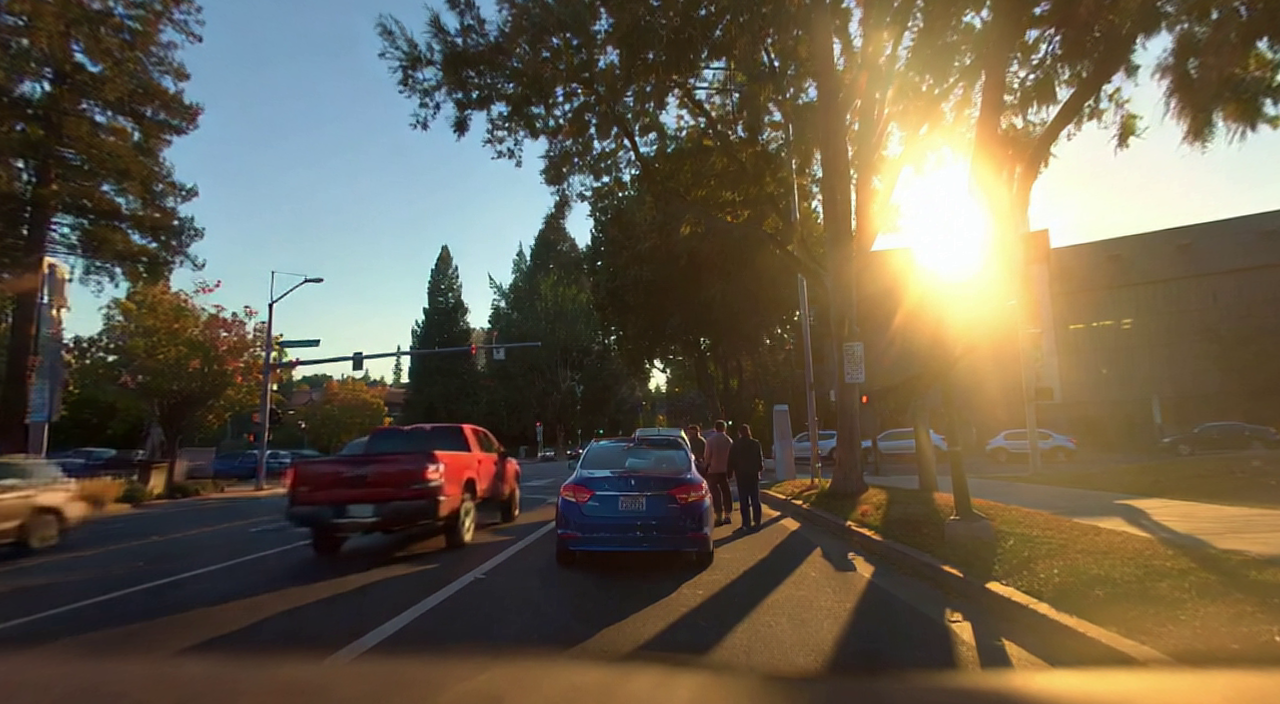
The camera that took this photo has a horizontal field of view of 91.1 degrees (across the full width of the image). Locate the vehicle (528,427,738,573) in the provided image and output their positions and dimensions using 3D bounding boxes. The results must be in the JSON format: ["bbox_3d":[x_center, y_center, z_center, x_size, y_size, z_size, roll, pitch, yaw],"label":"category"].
[{"bbox_3d":[-0.056,1.862,8.681,2.182,1.501,4.150,0,-9,1],"label":"vehicle"}]

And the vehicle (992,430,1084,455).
[{"bbox_3d":[23.815,5.442,37.748,4.454,1.440,1.816,-5,-10,30],"label":"vehicle"}]

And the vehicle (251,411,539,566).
[{"bbox_3d":[-3.307,1.991,10.041,2.273,1.788,5.258,0,-9,2],"label":"vehicle"}]

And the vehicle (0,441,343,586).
[{"bbox_3d":[-6.343,2.057,8.938,1.948,1.530,4.283,0,-9,3],"label":"vehicle"}]

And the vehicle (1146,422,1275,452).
[{"bbox_3d":[30.536,4.609,33.793,4.739,1.472,1.804,-5,-10,30],"label":"vehicle"}]

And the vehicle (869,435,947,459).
[{"bbox_3d":[17.522,6.213,41.125,4.441,1.452,1.798,-5,-10,30],"label":"vehicle"}]
